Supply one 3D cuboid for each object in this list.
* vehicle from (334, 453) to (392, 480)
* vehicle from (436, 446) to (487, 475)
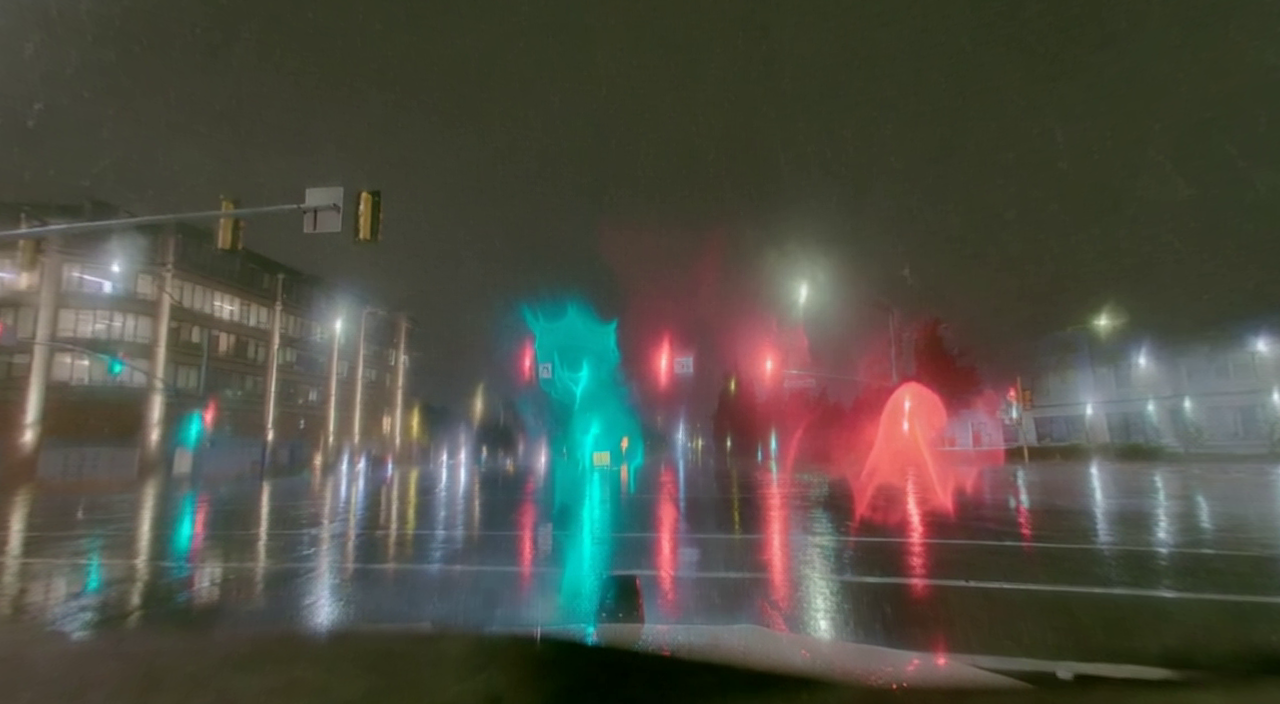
[{"bbox_3d":[-18.842,7.792,43.185,1.933,1.664,4.255,0,-9,1],"label":"vehicle"},{"bbox_3d":[-12.188,7.416,43.479,2.151,1.847,4.634,0,-9,1],"label":"vehicle"}]
